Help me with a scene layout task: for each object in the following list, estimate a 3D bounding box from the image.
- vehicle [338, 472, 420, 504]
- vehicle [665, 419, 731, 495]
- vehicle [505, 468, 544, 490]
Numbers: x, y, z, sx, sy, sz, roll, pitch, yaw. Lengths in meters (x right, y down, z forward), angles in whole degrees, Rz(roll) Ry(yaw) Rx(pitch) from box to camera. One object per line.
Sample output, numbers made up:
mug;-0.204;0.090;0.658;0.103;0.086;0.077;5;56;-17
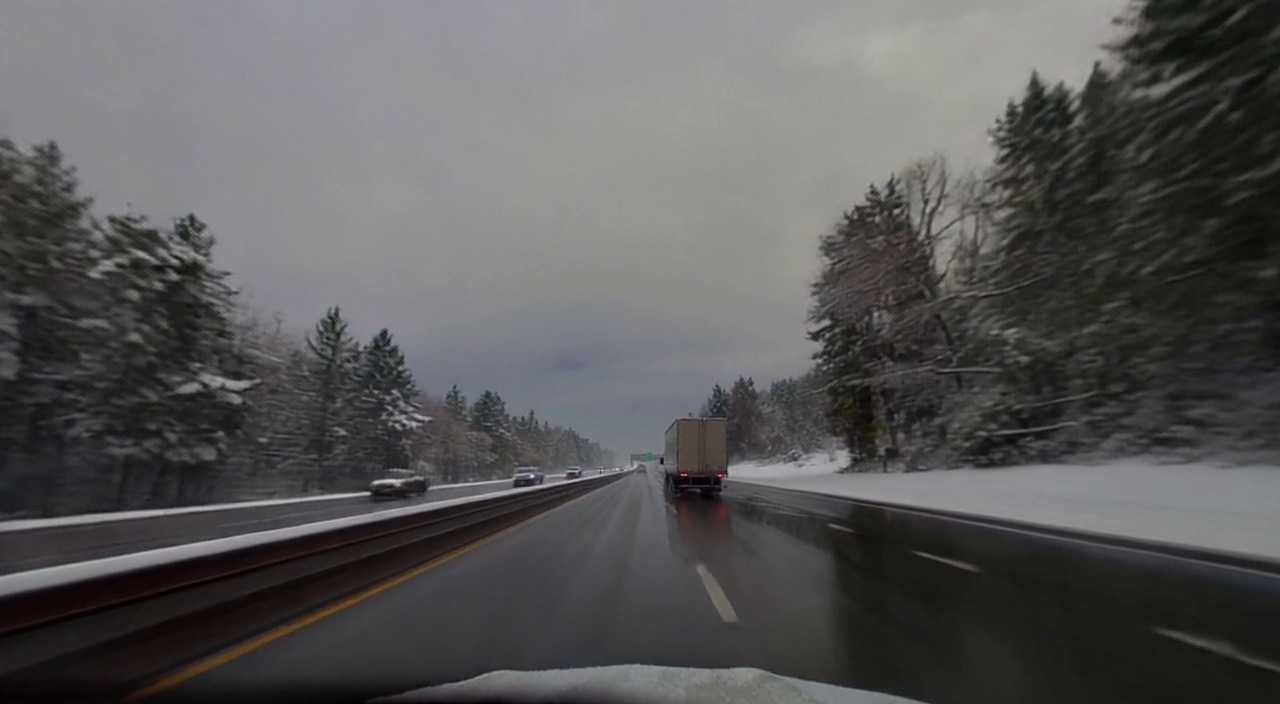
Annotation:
vehicle;-12.241;6.385;29.888;1.926;1.351;4.457;0;-10;0
vehicle;3.443;6.988;41.347;3.204;4.102;13.306;0;-10;1
vehicle;-8.354;9.205;45.937;1.887;1.462;4.482;0;-11;1
